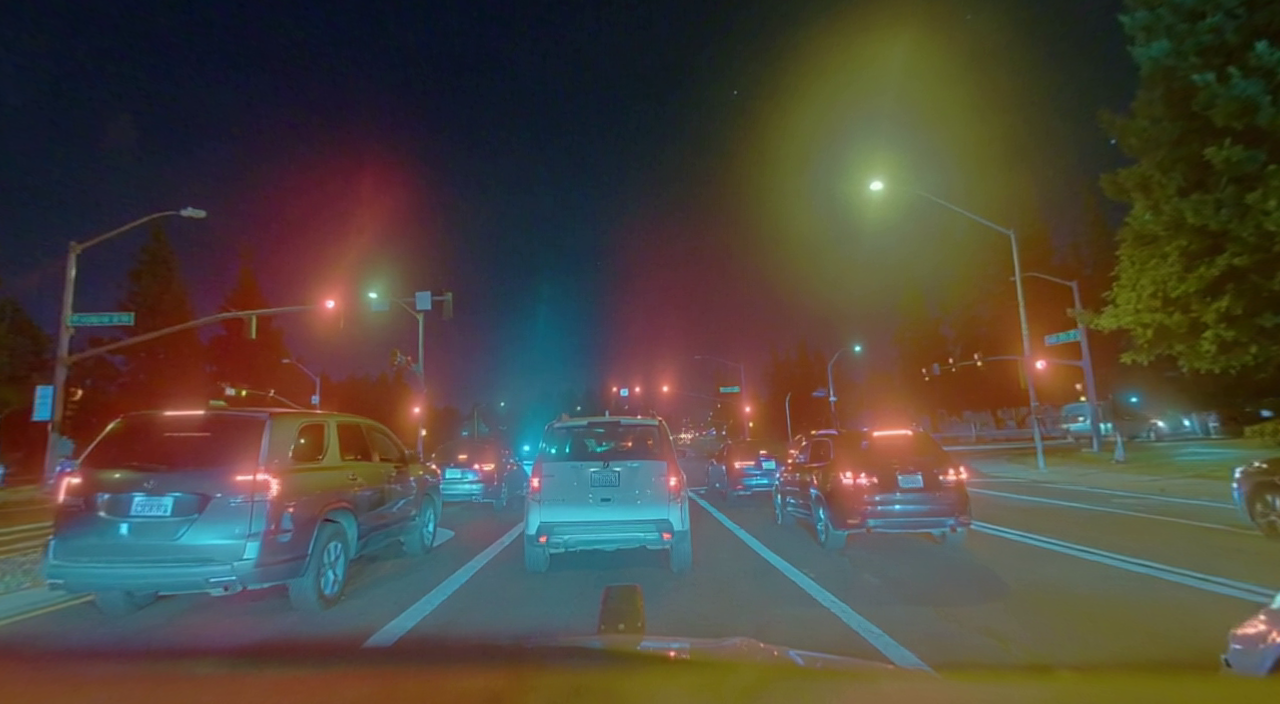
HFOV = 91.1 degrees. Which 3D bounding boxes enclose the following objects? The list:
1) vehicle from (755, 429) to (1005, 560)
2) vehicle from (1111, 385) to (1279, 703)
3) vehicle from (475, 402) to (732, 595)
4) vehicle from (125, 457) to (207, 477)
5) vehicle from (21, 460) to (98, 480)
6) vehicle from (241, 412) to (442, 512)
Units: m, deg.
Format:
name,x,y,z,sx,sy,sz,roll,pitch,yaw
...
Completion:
name,x,y,z,sx,sy,sz,roll,pitch,yaw
vehicle,3.167,1.972,9.495,1.971,1.473,4.495,0,-8,0
vehicle,3.309,0.671,0.842,1.980,1.515,4.362,0,-8,1
vehicle,-0.308,1.591,7.634,2.256,1.694,4.055,0,-8,0
vehicle,-37.308,9.055,49.488,4.914,1.487,1.850,0,-8,0
vehicle,-45.652,9.275,49.412,4.232,1.498,1.791,0,-8,1
vehicle,-6.711,2.557,15.000,2.214,1.953,5.017,0,-8,1
